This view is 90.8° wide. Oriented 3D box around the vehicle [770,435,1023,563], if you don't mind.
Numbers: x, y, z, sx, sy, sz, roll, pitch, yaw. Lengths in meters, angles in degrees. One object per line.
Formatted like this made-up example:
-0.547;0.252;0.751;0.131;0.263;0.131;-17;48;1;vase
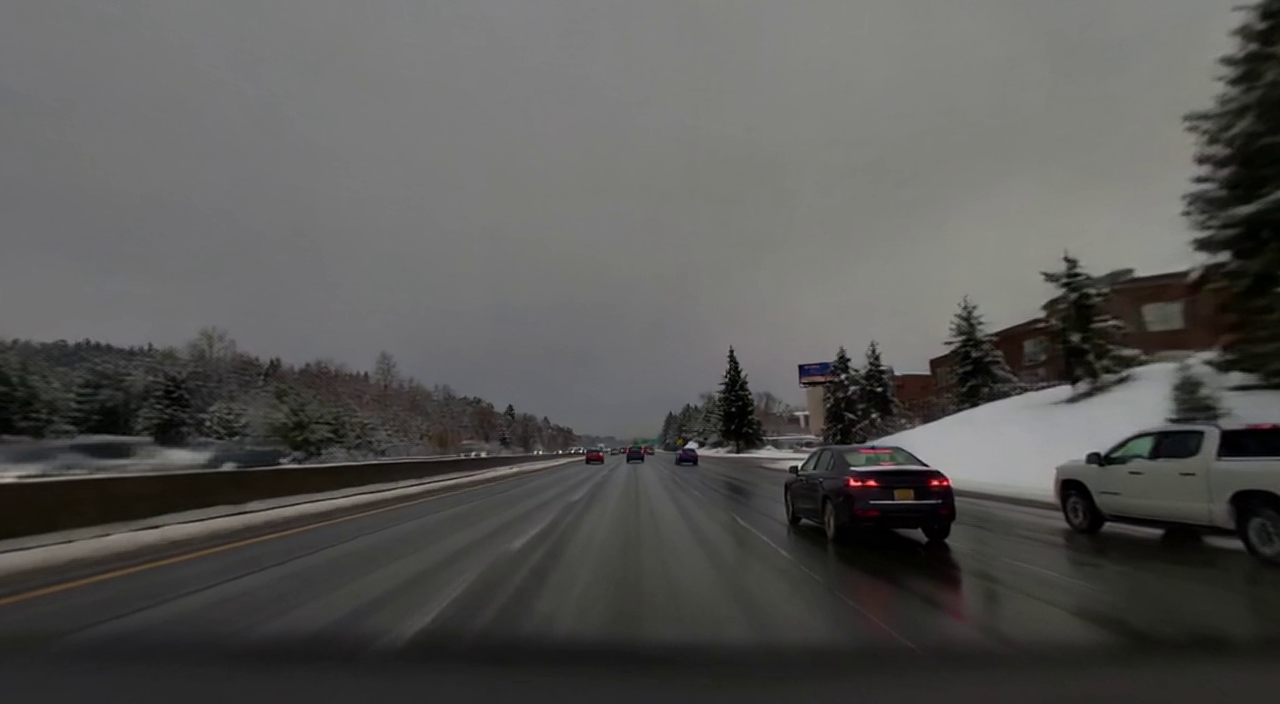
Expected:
3.542;2.114;9.876;1.987;1.509;4.512;0;-9;-1;vehicle

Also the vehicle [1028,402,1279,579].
7.614;1.666;8.047;2.176;1.793;4.841;0;-9;-1;vehicle

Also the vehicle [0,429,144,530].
-11.445;2.113;10.508;2.031;1.625;5.415;0;-9;-1;vehicle
